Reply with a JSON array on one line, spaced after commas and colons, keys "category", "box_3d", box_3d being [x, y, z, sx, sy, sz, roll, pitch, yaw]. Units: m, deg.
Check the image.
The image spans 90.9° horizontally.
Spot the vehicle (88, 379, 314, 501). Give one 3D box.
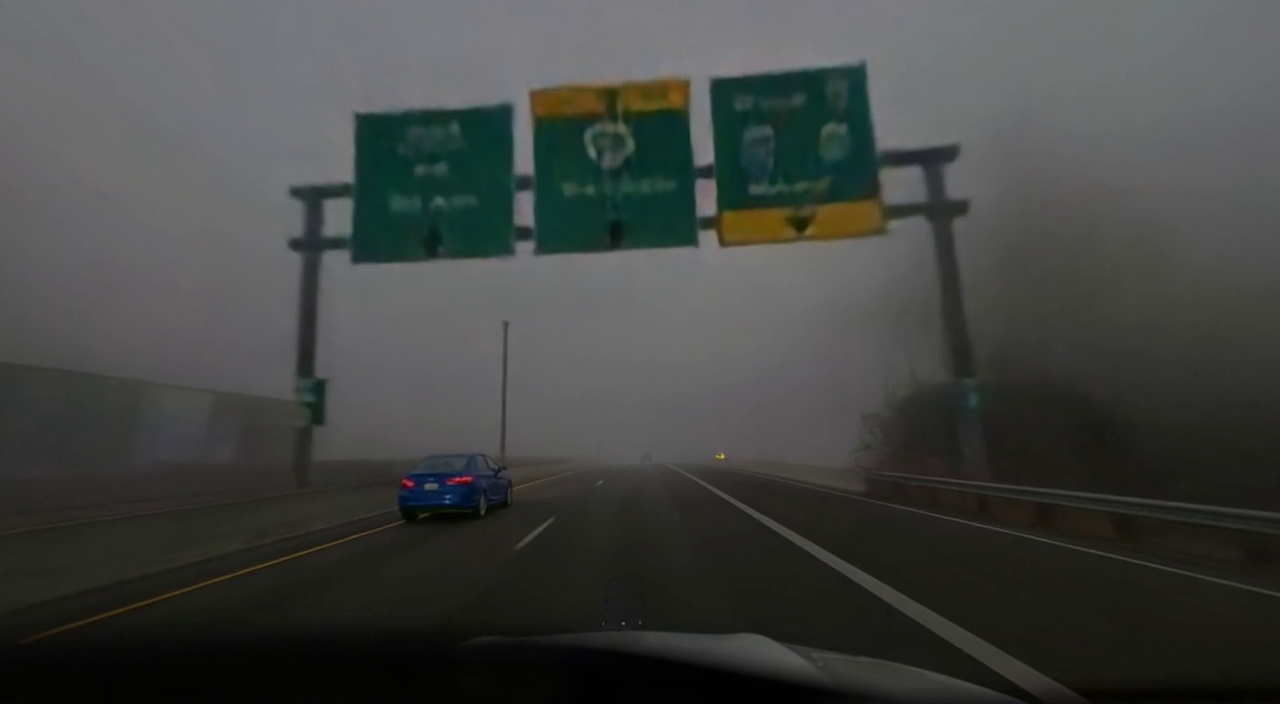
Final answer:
[{"category": "vehicle", "box_3d": [-16.715, 3.557, 25.120, 2.844, 4.017, 8.298, 0, -9, 0]}]

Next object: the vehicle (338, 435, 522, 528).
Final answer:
[{"category": "vehicle", "box_3d": [-4.021, 2.573, 13.088, 2.160, 1.552, 4.592, 0, -9, 1]}]

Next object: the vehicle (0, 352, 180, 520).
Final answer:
[{"category": "vehicle", "box_3d": [-16.726, 2.075, 15.487, 3.005, 3.955, 10.110, 0, -9, 0]}]
